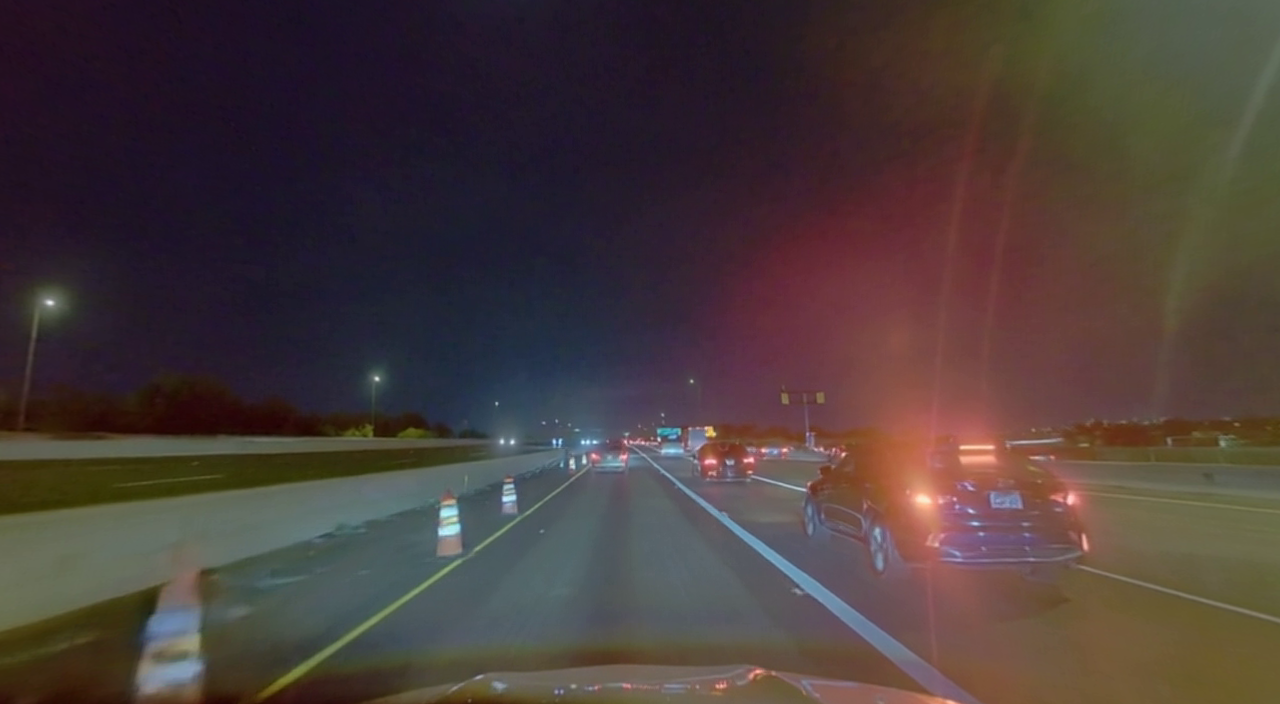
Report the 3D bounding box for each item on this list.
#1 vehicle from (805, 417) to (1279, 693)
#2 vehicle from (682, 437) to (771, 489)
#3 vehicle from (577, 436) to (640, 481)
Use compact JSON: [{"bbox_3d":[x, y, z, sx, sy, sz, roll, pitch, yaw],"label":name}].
[{"bbox_3d":[3.081,1.401,5.593,1.996,1.455,4.281,0,-8,-1],"label":"vehicle"},{"bbox_3d":[2.622,3.484,20.247,2.042,1.460,4.451,0,-8,-2],"label":"vehicle"},{"bbox_3d":[-1.080,3.808,22.834,2.069,1.470,4.004,0,-8,-1],"label":"vehicle"}]
